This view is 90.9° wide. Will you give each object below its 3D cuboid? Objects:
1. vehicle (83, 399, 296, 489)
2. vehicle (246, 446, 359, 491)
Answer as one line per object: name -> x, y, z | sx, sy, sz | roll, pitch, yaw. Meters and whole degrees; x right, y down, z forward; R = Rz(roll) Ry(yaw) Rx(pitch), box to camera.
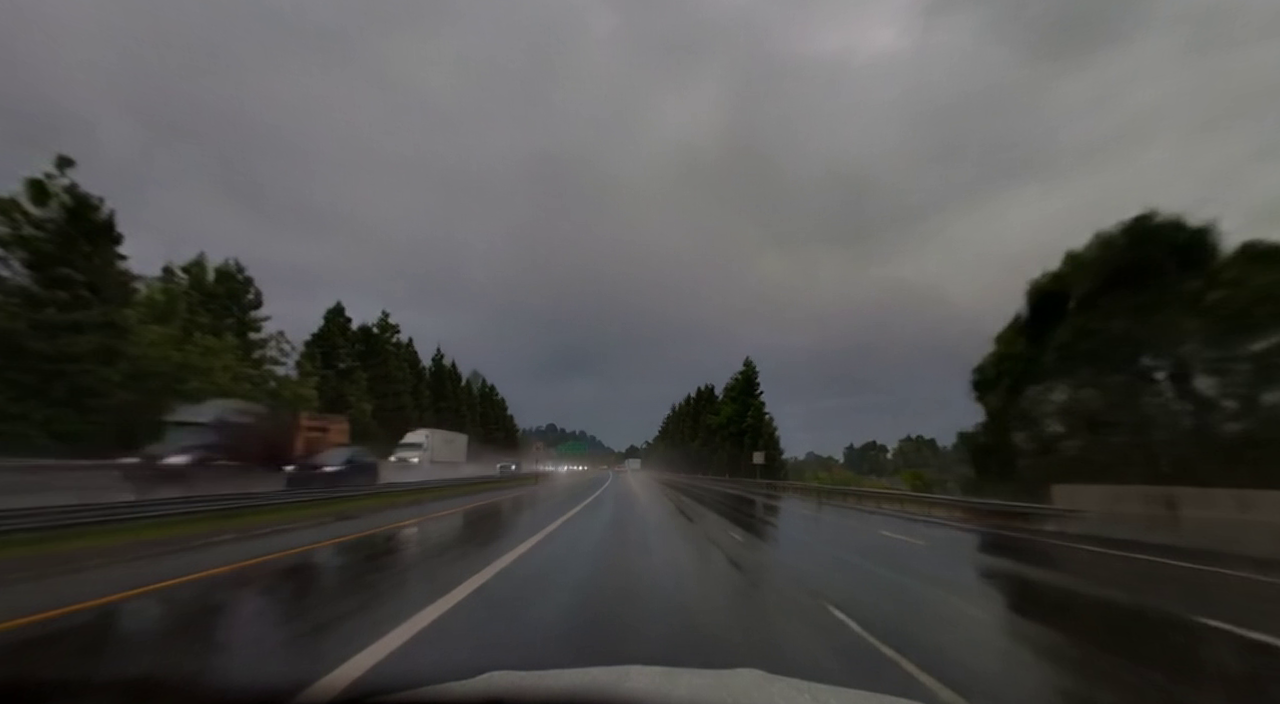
vehicle -> -16.557, 3.634, 24.057 | 2.610, 2.836, 7.407 | 1, -10, -1
vehicle -> -12.261, 4.284, 23.259 | 1.845, 1.456, 4.333 | 1, -10, -1
